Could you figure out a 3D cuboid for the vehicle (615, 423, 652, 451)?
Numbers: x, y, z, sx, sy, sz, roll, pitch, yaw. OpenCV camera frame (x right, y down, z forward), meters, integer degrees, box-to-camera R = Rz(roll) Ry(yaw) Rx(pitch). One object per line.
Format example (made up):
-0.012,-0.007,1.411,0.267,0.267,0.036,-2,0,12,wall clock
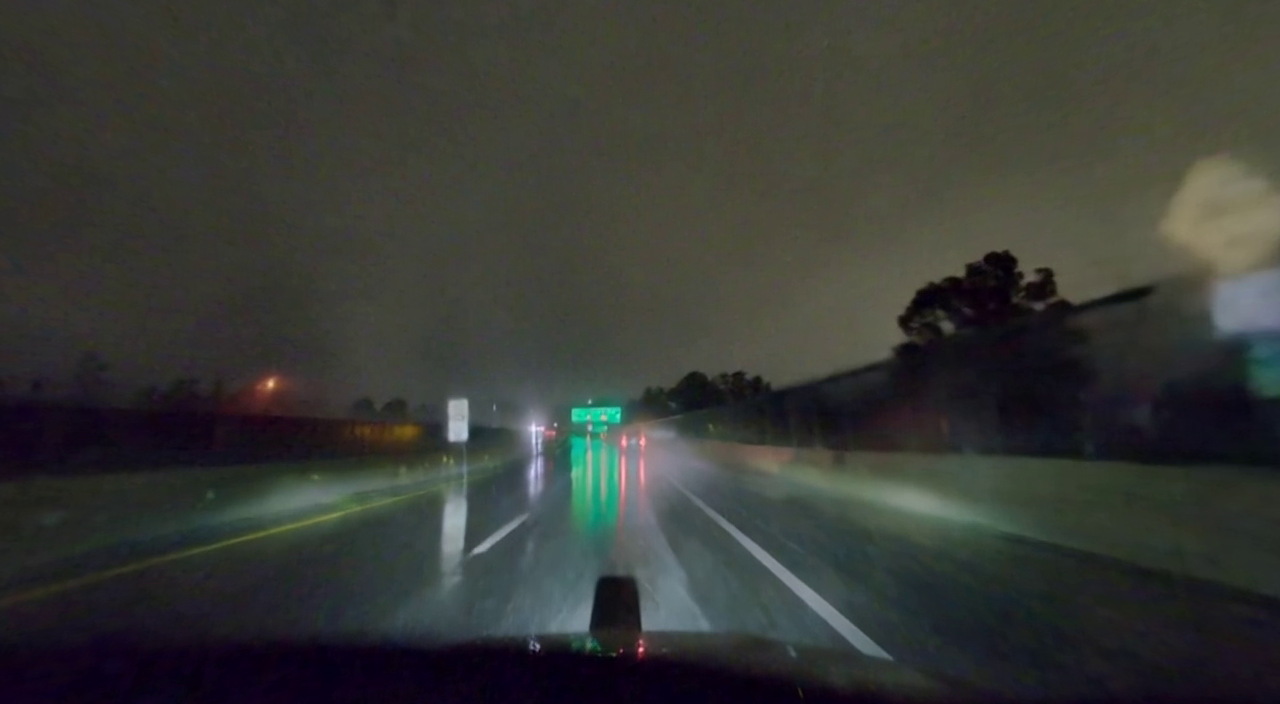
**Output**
-0.488,5.440,40.319,2.157,1.647,4.524,0,-8,-3,vehicle
